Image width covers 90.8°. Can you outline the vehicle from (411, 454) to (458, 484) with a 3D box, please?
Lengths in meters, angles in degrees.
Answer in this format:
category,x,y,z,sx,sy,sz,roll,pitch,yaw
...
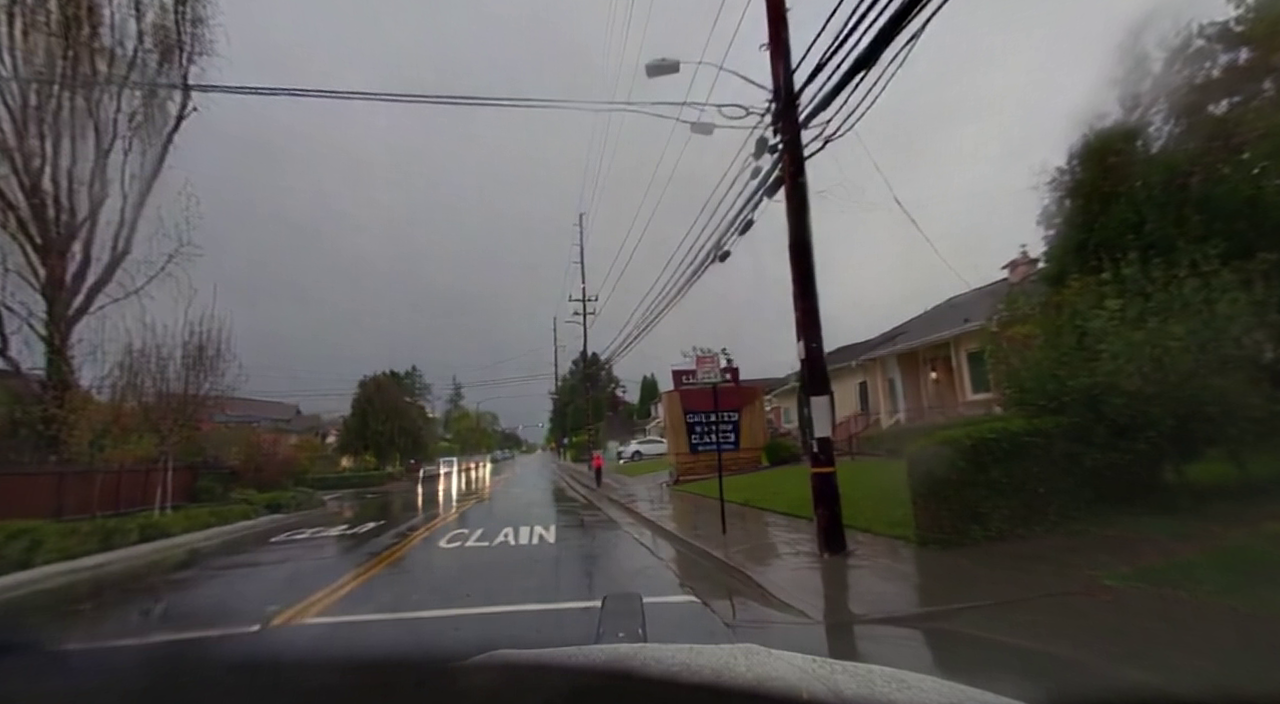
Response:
category,x,y,z,sx,sy,sz,roll,pitch,yaw
vehicle,-13.635,7.780,42.211,2.203,1.787,4.704,1,-9,-8
